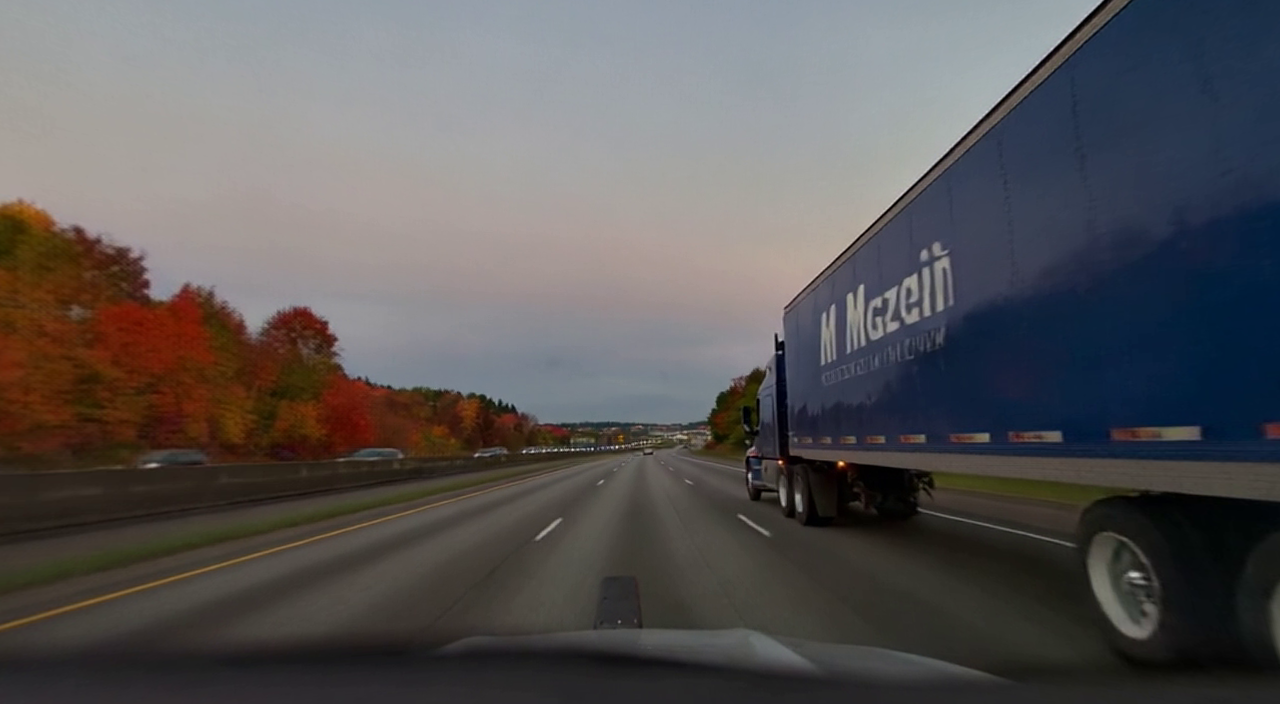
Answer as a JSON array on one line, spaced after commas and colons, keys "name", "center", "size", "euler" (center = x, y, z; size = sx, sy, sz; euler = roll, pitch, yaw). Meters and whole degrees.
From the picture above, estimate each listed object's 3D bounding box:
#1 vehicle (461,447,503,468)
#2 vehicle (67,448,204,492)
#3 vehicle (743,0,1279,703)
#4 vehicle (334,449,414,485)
[{"name": "vehicle", "center": [-11.759, 7.886, 46.924], "size": [1.914, 1.511, 4.556], "euler": [0, -9, 1]}, {"name": "vehicle", "center": [-19.959, 4.637, 25.077], "size": [1.927, 1.580, 4.233], "euler": [0, -9, 0]}, {"name": "vehicle", "center": [4.128, 0.430, 7.257], "size": [3.003, 3.880, 16.814], "euler": [0, -9, 0]}, {"name": "vehicle", "center": [-11.504, 4.967, 27.355], "size": [1.810, 1.461, 3.796], "euler": [0, -9, 0]}]
